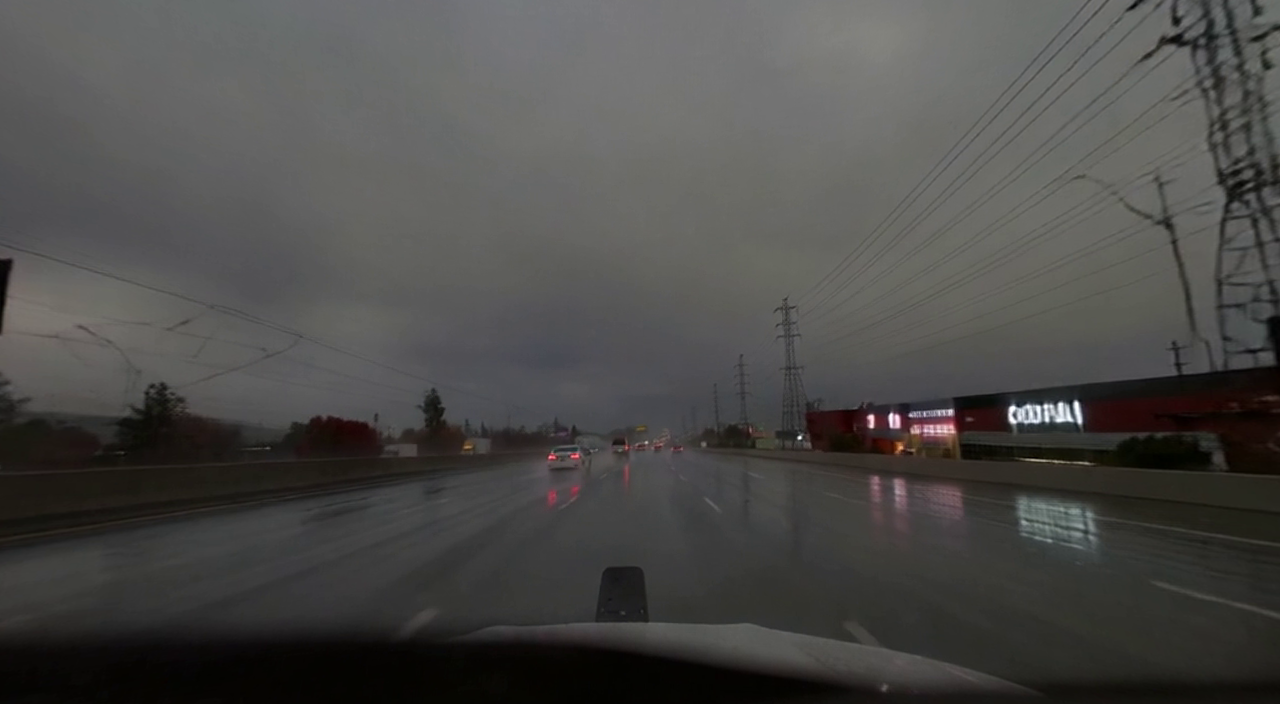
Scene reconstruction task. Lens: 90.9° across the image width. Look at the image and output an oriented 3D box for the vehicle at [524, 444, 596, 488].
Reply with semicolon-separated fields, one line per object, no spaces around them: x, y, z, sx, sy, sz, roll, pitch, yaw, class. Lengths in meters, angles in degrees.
-2.768;4.031;22.692;1.891;1.444;3.968;0;-8;2;vehicle
